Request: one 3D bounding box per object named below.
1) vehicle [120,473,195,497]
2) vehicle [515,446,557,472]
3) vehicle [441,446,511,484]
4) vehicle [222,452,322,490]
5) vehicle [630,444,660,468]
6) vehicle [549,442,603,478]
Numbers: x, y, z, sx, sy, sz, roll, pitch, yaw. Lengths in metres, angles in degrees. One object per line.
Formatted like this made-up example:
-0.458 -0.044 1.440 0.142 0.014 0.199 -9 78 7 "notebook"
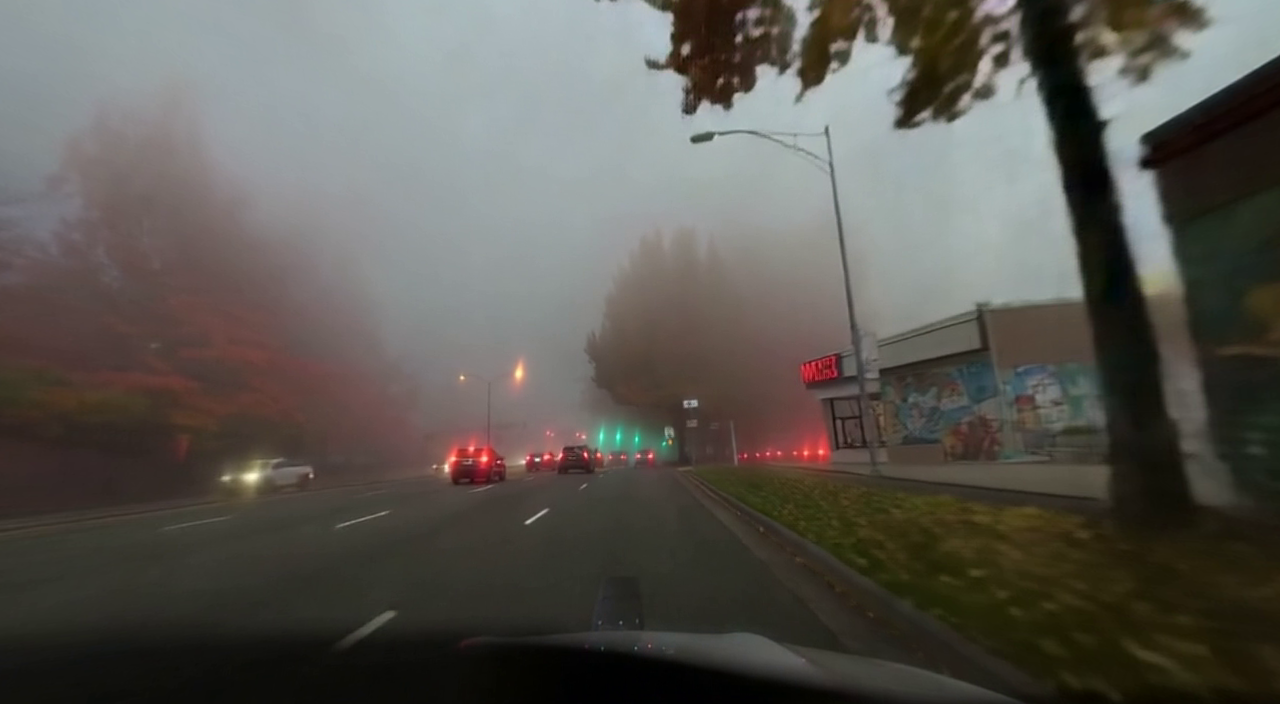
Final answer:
-38.116 10.512 49.858 4.524 1.680 1.965 7 -11 -36 "vehicle"
-7.338 7.591 44.740 2.069 1.719 4.441 0 -9 2 "vehicle"
-7.430 5.135 28.988 1.932 1.596 4.247 0 -9 1 "vehicle"
-21.543 6.953 37.240 2.288 2.026 5.649 0 -9 3 "vehicle"
0.324 7.639 46.394 2.144 1.704 4.028 1 -9 -1 "vehicle"
-3.124 5.406 31.844 2.165 1.663 4.513 0 -9 1 "vehicle"
